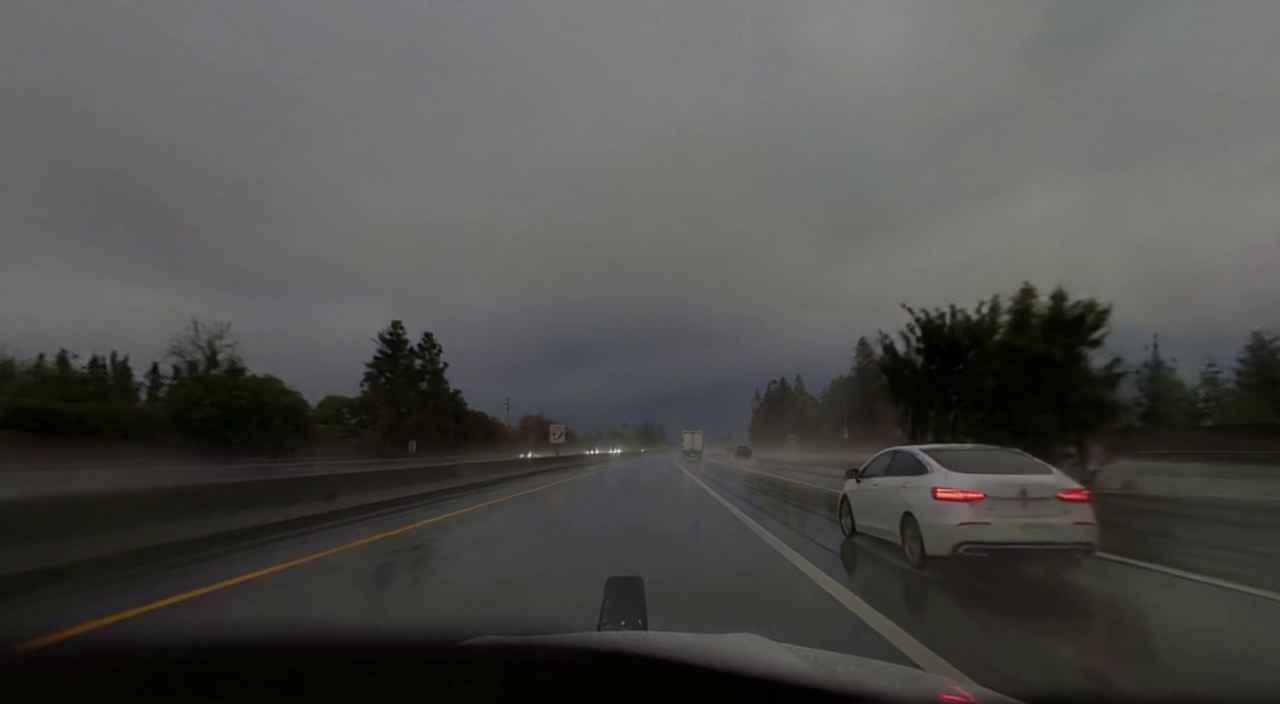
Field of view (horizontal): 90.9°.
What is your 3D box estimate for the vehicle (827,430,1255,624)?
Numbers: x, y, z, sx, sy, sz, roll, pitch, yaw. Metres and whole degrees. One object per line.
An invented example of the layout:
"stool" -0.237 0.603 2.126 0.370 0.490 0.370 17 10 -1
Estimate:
"vehicle" 3.701 1.665 6.978 1.938 1.456 4.204 0 -9 0
